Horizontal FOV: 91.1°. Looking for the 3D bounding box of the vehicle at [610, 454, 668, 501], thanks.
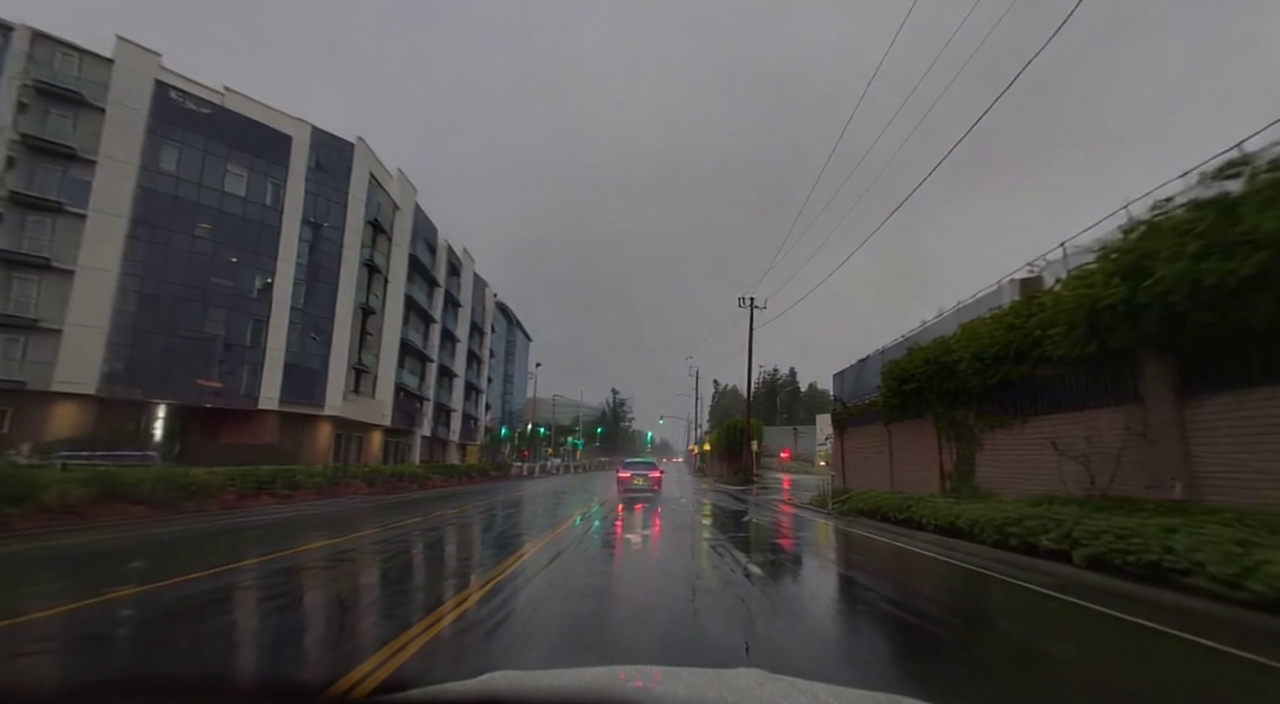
[{"bbox_3d":[-0.006,4.915,24.714,2.067,1.629,3.858,0,-11,1],"label":"vehicle"}]
